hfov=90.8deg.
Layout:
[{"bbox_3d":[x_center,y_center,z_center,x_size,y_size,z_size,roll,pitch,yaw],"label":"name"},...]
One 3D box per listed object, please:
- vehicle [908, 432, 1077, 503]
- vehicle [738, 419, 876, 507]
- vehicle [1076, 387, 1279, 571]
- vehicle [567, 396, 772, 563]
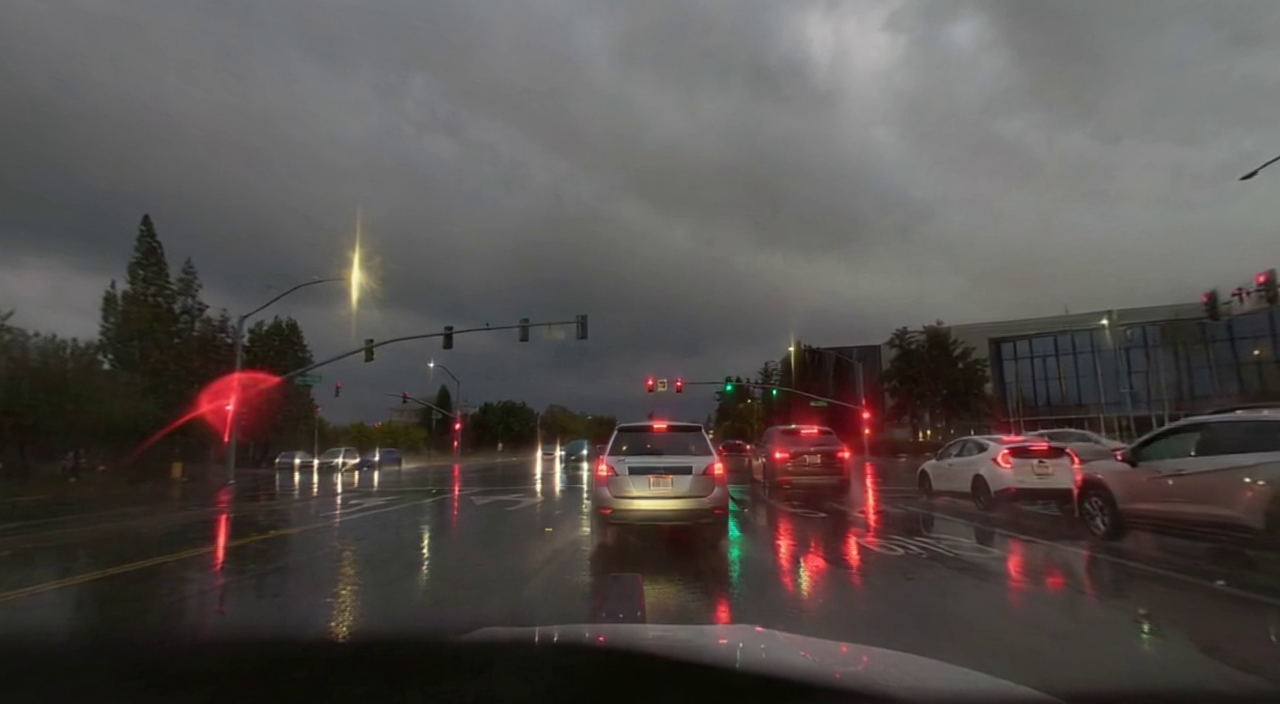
[{"bbox_3d":[8.297,2.754,15.419,1.862,1.471,4.297,-1,-9,4],"label":"vehicle"},{"bbox_3d":[3.774,2.631,15.326,2.188,1.774,4.646,-1,-9,2],"label":"vehicle"},{"bbox_3d":[7.372,1.351,6.898,2.074,1.791,4.393,0,-9,1],"label":"vehicle"},{"bbox_3d":[0.276,1.694,9.009,2.211,1.795,4.179,0,-9,-1],"label":"vehicle"}]
